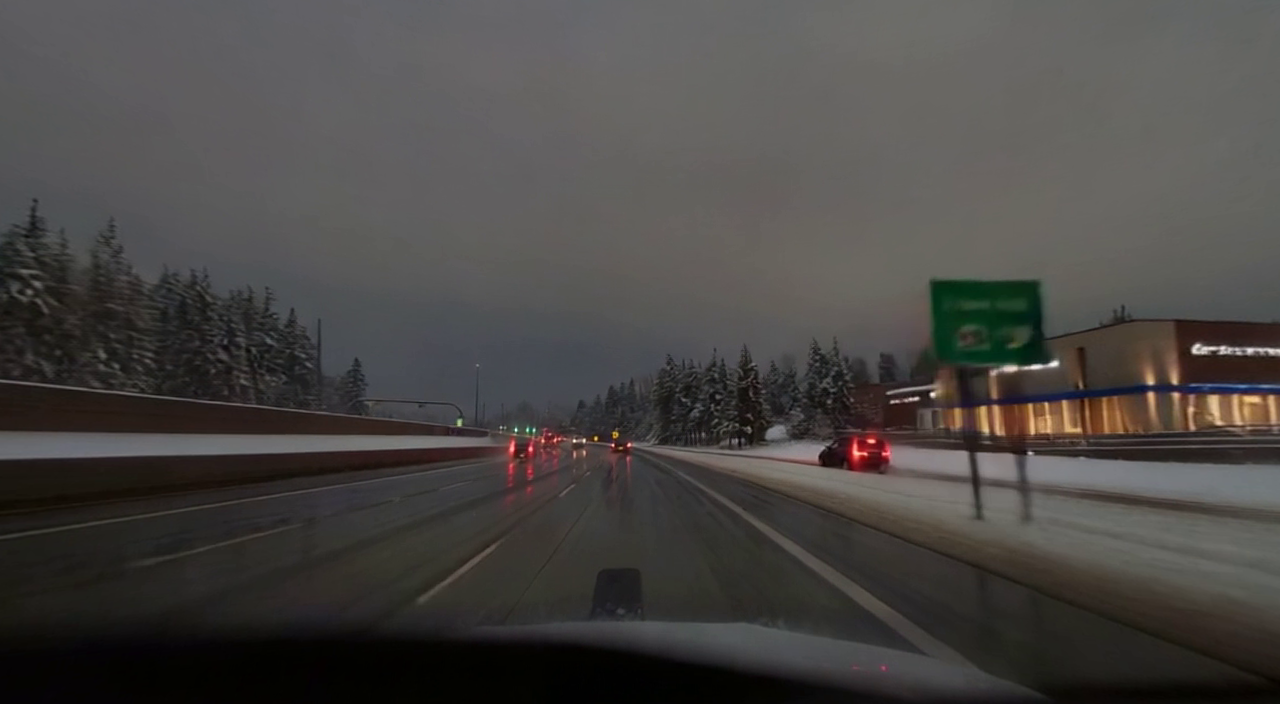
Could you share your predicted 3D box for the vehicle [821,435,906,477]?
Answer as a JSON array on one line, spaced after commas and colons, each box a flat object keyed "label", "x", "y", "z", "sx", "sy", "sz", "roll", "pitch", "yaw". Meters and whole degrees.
[{"label": "vehicle", "x": 10.369, "y": 4.849, "z": 29.689, "sx": 2.023, "sy": 1.782, "sz": 4.193, "roll": 1, "pitch": -9, "yaw": -7}]

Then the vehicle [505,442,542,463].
[{"label": "vehicle", "x": -8.523, "y": 7.383, "z": 46.579, "sx": 2.009, "sy": 1.454, "sz": 4.250, "roll": 0, "pitch": -9, "yaw": -1}]
